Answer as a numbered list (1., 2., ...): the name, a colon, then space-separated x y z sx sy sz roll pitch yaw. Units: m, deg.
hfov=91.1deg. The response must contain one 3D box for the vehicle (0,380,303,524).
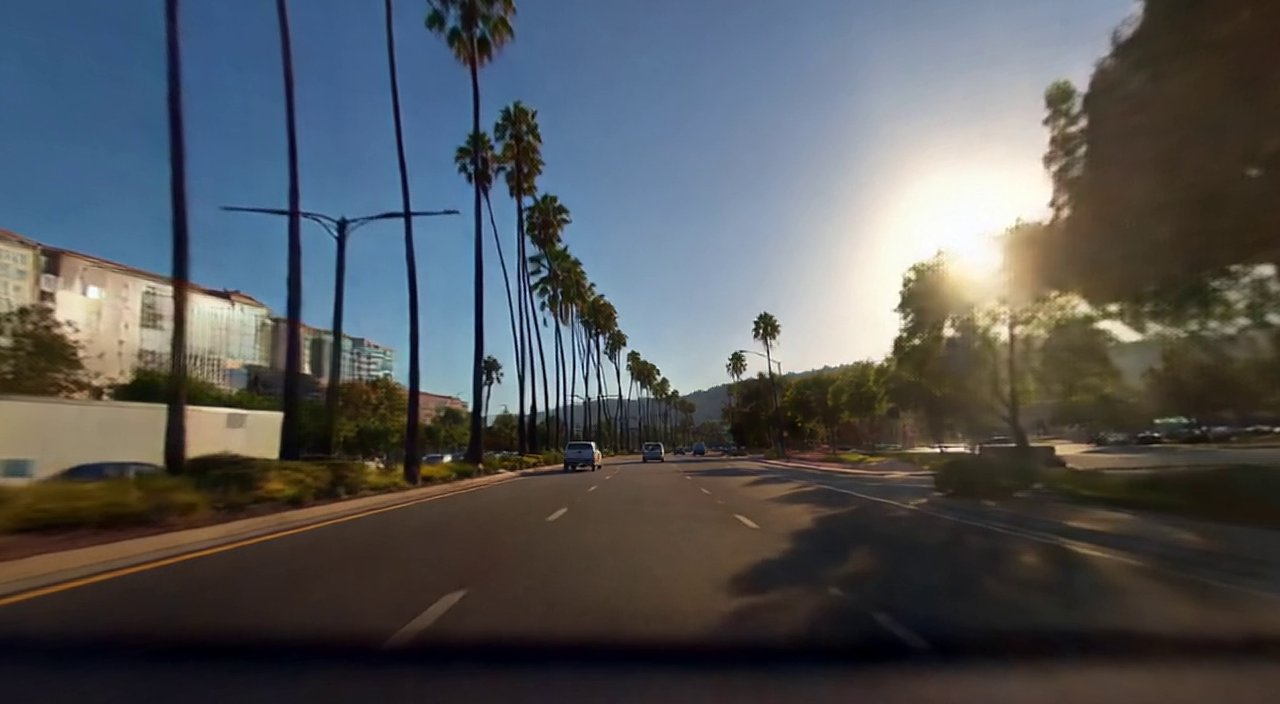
1. vehicle: -20.770 4.046 27.301 2.968 4.370 16.176 0 -7 1

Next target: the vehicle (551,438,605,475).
1. vehicle: -3.226 5.545 33.542 2.188 1.819 4.667 0 -9 3

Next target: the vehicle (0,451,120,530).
1. vehicle: -16.402 3.364 15.319 2.402 1.844 5.766 0 -9 1
